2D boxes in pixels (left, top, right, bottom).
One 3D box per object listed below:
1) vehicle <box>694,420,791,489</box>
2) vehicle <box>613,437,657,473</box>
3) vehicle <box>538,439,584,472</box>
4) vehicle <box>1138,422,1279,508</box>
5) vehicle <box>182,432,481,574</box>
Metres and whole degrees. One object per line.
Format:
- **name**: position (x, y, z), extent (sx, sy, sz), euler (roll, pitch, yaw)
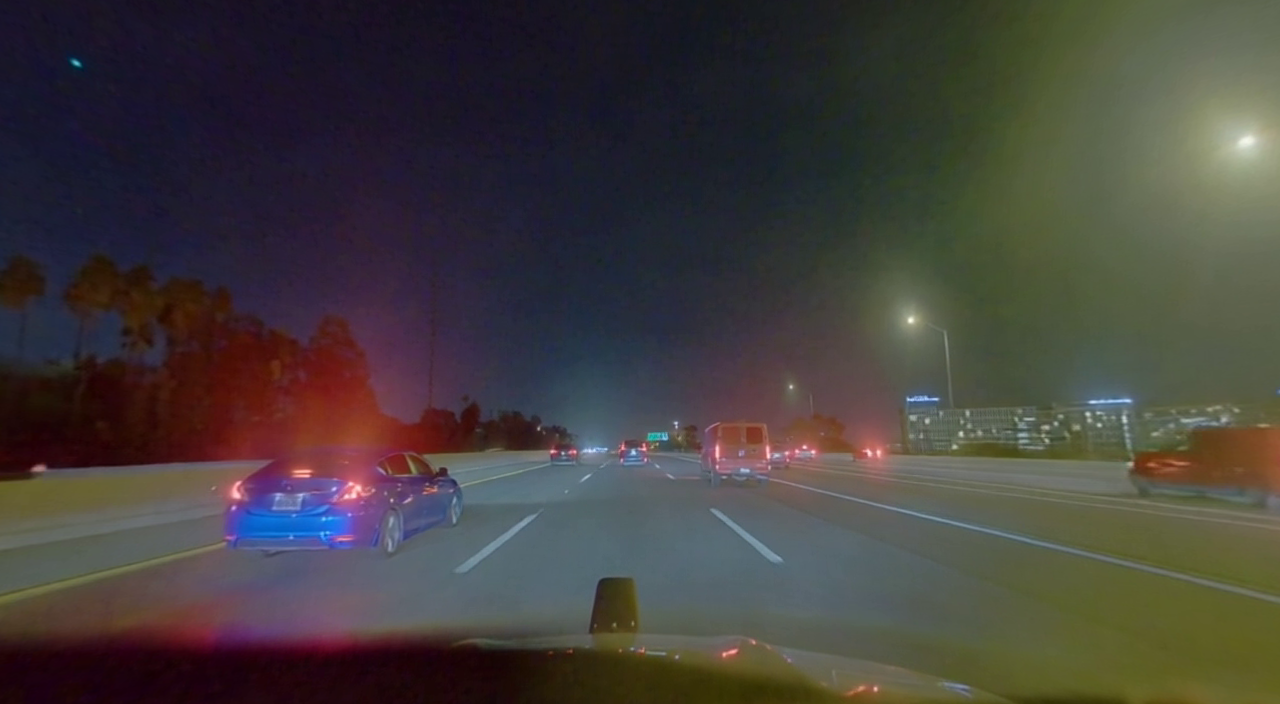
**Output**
- **vehicle**: position (3.382, 3.561, 22.193), extent (2.250, 2.074, 5.723), euler (0, -9, -2)
- **vehicle**: position (-0.269, 5.459, 33.589), extent (2.212, 1.786, 4.198), euler (0, -9, -1)
- **vehicle**: position (-4.518, 6.013, 36.989), extent (2.109, 1.793, 4.613), euler (0, -9, 0)
- **vehicle**: position (13.865, 2.446, 13.832), extent (2.010, 1.721, 4.871), euler (0, -9, 2)
- **vehicle**: position (-3.786, 1.923, 8.868), extent (1.991, 1.469, 4.381), euler (0, -9, 0)
